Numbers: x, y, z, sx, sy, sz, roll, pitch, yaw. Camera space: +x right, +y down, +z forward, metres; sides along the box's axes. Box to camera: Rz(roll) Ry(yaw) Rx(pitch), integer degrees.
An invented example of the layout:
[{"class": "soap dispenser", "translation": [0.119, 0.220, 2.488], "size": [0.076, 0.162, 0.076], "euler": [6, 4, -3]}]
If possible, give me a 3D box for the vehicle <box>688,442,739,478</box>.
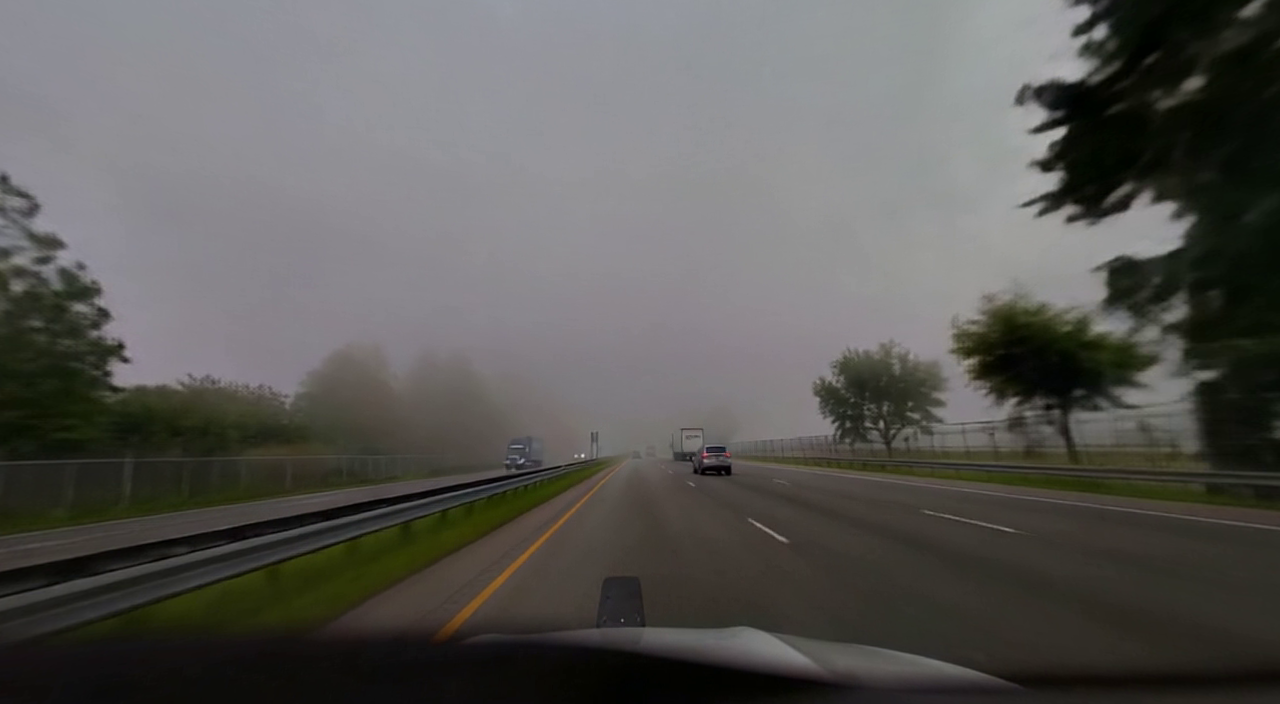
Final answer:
[{"class": "vehicle", "translation": [3.765, 5.624, 33.099], "size": [2.093, 1.742, 4.167], "euler": [0, -9, -1]}]
